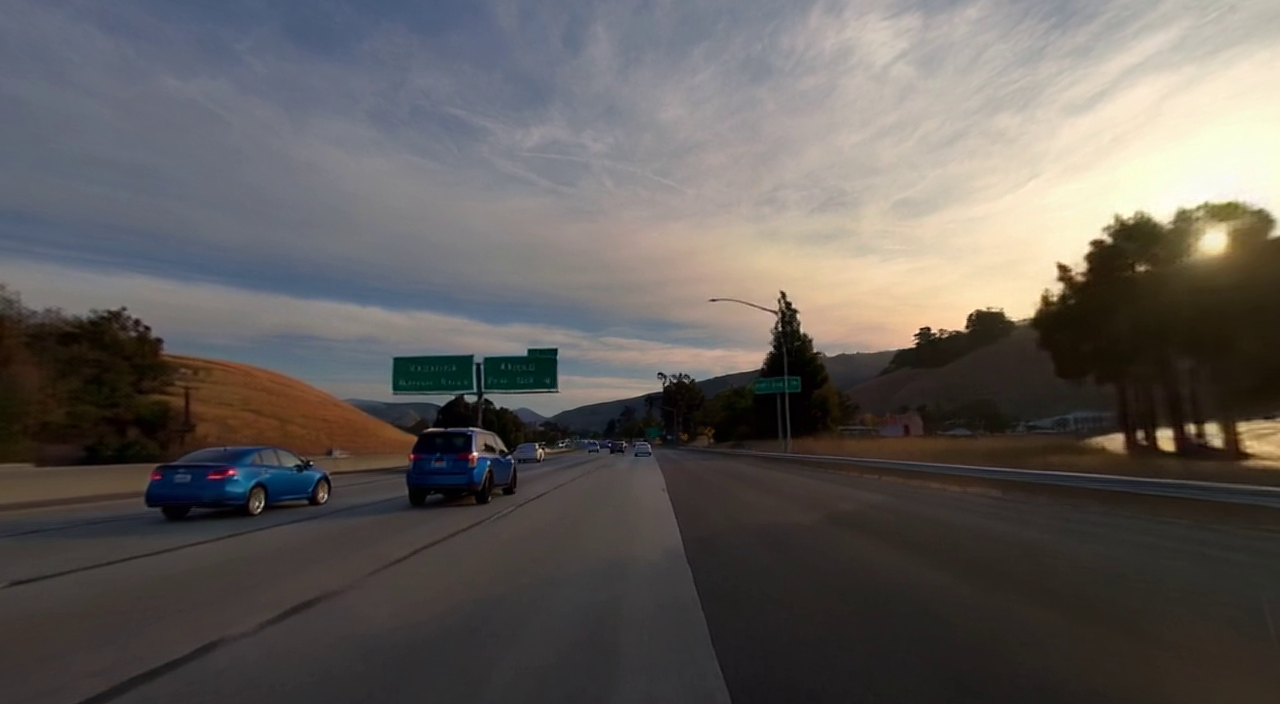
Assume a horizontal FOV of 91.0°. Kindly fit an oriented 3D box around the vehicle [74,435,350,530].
[{"bbox_3d":[-8.082,2.490,12.693,1.984,1.508,4.935,0,-9,2],"label":"vehicle"}]

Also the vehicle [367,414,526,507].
[{"bbox_3d":[-4.515,2.648,15.716,2.219,1.947,4.924,0,-9,2],"label":"vehicle"}]

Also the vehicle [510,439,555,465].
[{"bbox_3d":[-7.100,6.660,42.074,2.069,1.636,4.483,0,-9,2],"label":"vehicle"}]
